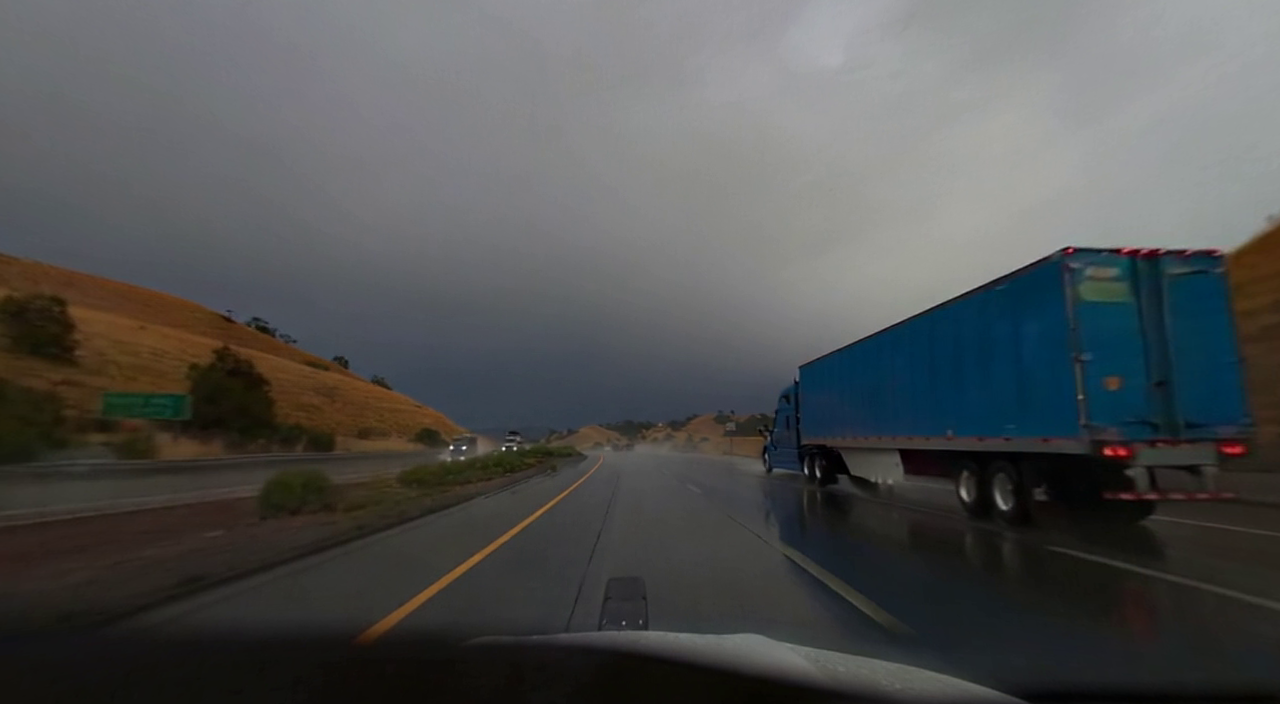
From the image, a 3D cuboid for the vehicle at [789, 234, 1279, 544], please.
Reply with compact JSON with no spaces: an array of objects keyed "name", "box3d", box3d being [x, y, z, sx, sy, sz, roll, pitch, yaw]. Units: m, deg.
[{"name":"vehicle","box3d":[7.475,1.603,16.586,2.923,4.182,16.345,0,-8,-1]}]
